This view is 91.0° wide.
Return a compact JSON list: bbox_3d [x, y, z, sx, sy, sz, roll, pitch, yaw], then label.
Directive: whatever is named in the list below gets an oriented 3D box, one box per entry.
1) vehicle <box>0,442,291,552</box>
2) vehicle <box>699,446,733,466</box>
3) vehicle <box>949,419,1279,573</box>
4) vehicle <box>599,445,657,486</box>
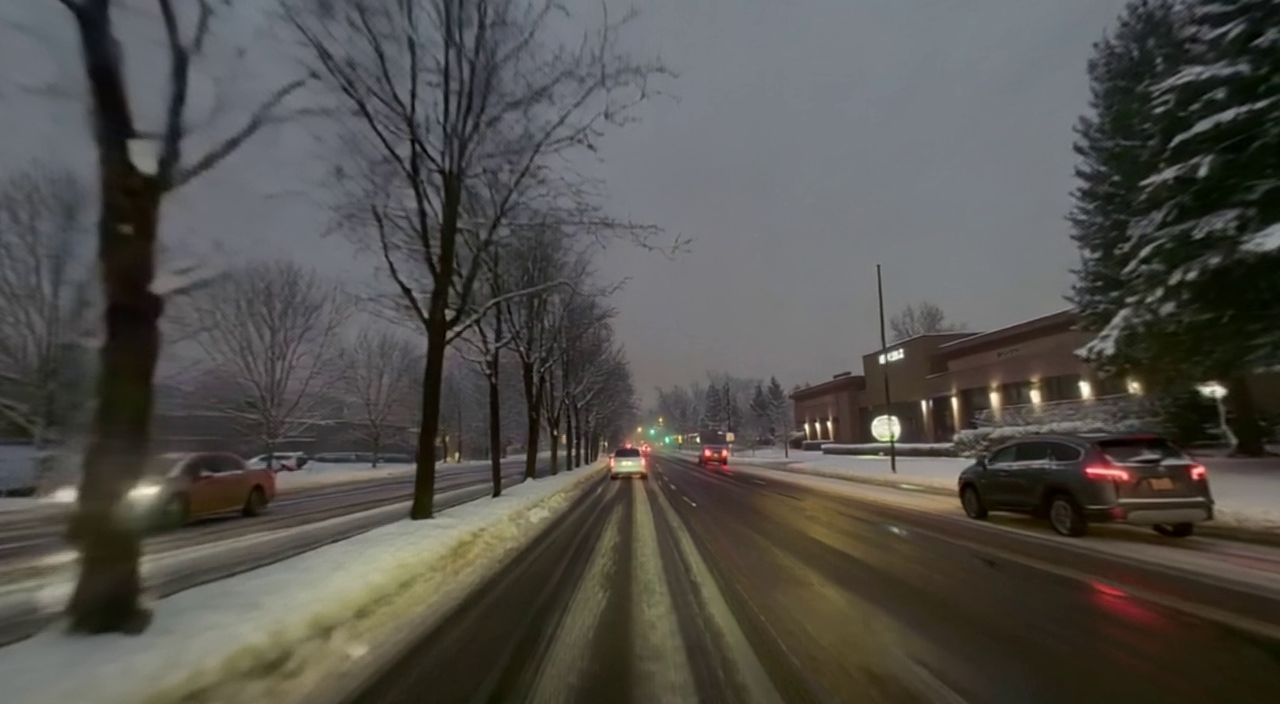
[{"bbox_3d":[-8.499,2.397,11.251,1.930,1.478,4.552,-1,-8,0],"label":"vehicle"},{"bbox_3d":[5.834,8.003,48.725,1.970,1.461,4.267,0,-8,-1],"label":"vehicle"},{"bbox_3d":[6.360,1.853,8.845,1.949,1.647,3.894,0,-8,-1],"label":"vehicle"},{"bbox_3d":[-0.429,4.176,23.505,1.970,1.402,3.756,0,-8,-1],"label":"vehicle"}]
